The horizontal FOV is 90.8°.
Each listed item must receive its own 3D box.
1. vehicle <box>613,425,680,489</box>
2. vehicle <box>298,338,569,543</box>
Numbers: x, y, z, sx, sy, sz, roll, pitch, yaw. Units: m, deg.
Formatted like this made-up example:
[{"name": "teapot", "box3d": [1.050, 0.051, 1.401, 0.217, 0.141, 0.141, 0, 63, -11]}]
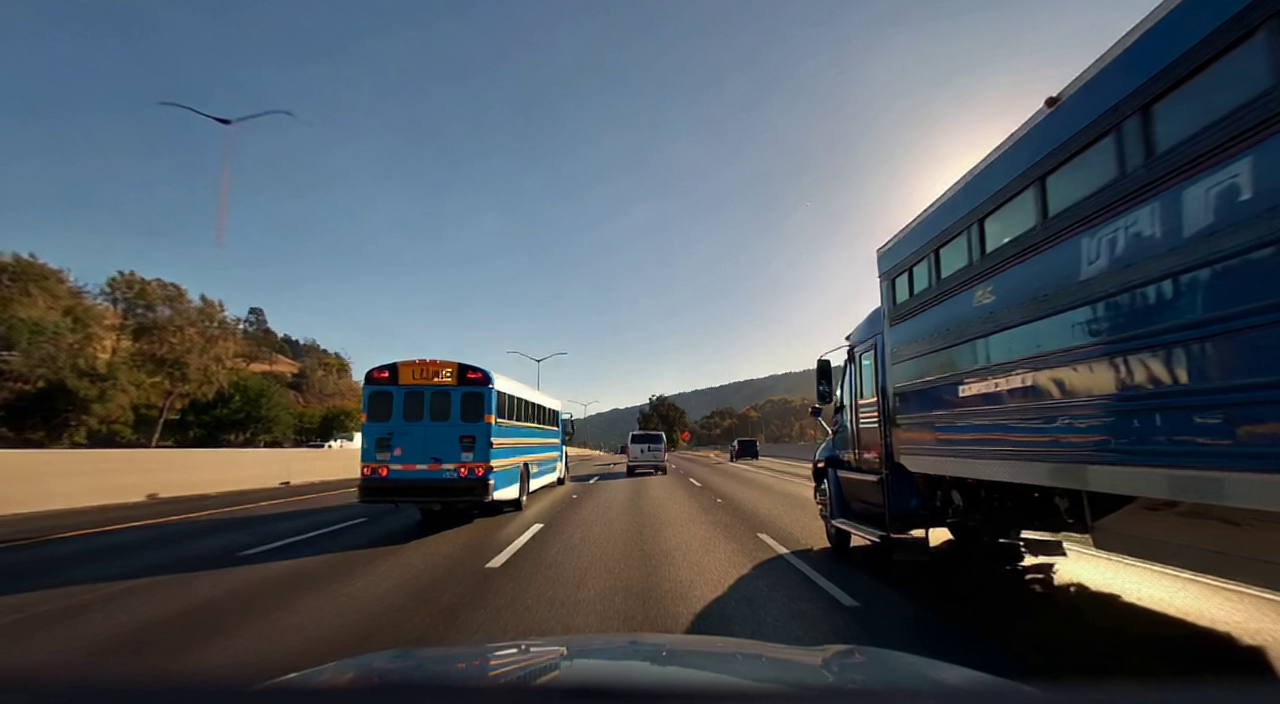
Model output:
[{"name": "vehicle", "box3d": [0.156, 3.507, 21.403, 2.037, 1.929, 4.343, 0, -8, -1]}, {"name": "vehicle", "box3d": [-3.472, 1.861, 13.353, 2.947, 3.009, 7.991, 0, -8, 0]}]
